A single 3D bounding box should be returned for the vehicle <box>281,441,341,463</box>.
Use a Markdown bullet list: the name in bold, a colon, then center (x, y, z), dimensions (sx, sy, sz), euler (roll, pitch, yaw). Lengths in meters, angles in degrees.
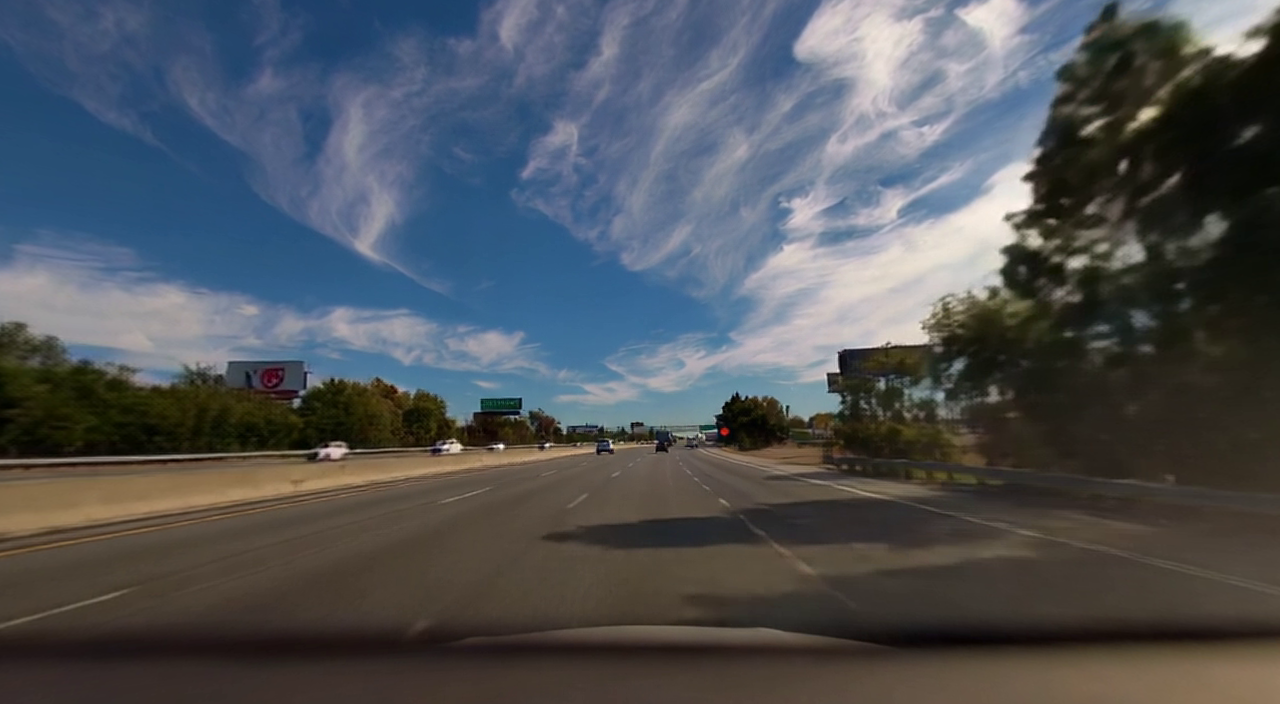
- **vehicle**: center (-24.383, 7.425, 46.989), dimensions (1.971, 1.536, 4.444), euler (-1, -8, 2)
